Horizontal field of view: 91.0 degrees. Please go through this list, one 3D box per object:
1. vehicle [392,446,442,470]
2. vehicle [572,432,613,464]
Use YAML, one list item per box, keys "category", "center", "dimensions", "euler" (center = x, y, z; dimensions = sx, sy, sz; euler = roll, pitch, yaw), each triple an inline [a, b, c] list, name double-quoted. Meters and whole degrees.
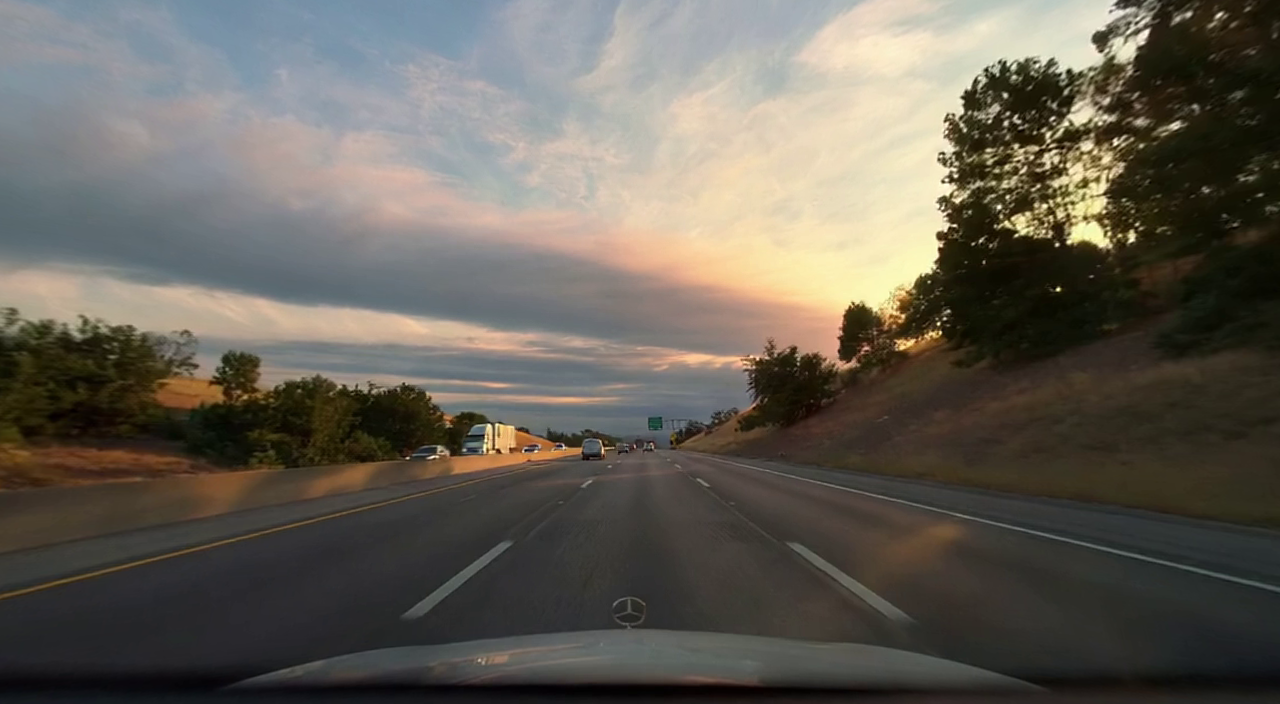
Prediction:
- category: "vehicle"
  center: [-14.743, 6.995, 41.793]
  dimensions: [1.769, 1.466, 3.996]
  euler: [0, -8, 2]
- category: "vehicle"
  center: [-3.107, 6.403, 42.105]
  dimensions: [2.286, 2.011, 4.452]
  euler: [0, -8, 1]
